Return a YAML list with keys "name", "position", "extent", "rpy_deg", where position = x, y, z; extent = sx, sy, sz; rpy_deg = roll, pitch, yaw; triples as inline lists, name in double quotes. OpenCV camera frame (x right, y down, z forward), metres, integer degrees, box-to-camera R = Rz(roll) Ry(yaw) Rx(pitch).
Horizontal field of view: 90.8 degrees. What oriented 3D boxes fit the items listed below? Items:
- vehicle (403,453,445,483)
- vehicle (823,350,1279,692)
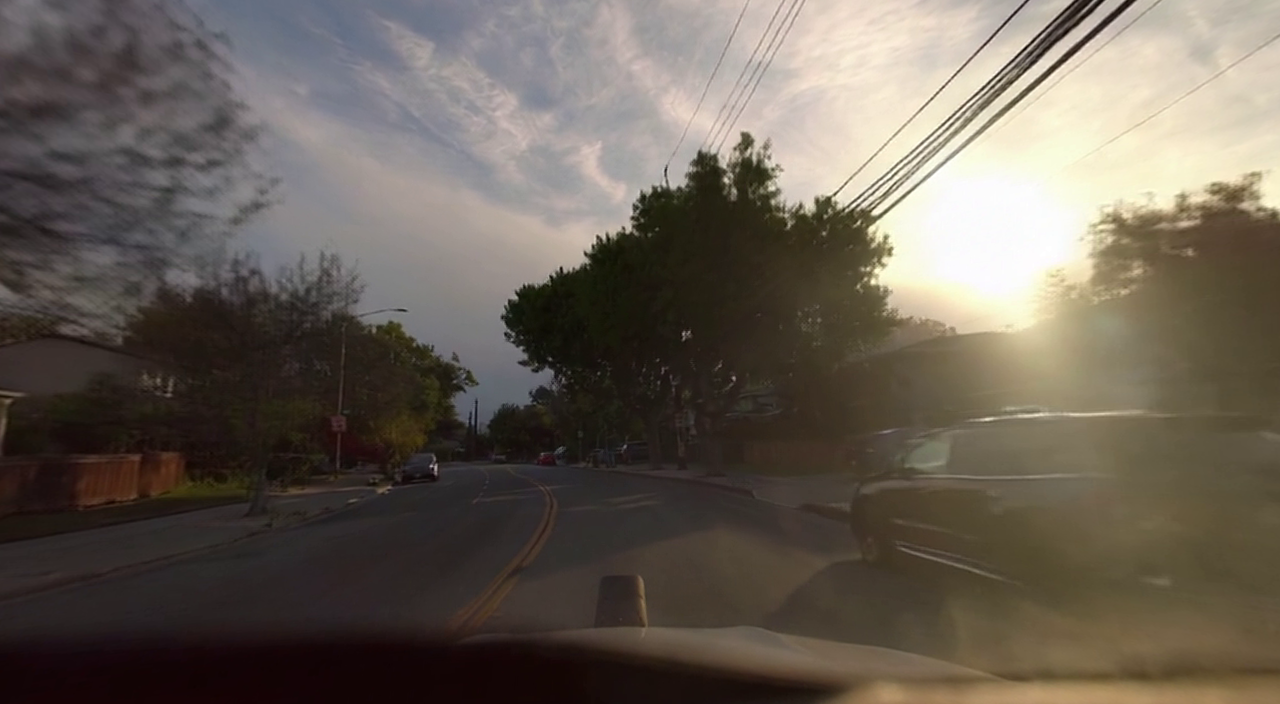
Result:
- name: "vehicle"
  position: [-11.850, 6.346, 34.828]
  extent: [1.902, 1.434, 4.313]
  rpy_deg: [2, -9, -15]
- name: "vehicle"
  position: [3.704, 1.313, 6.119]
  extent: [2.214, 1.962, 4.733]
  rpy_deg: [0, -9, -3]
